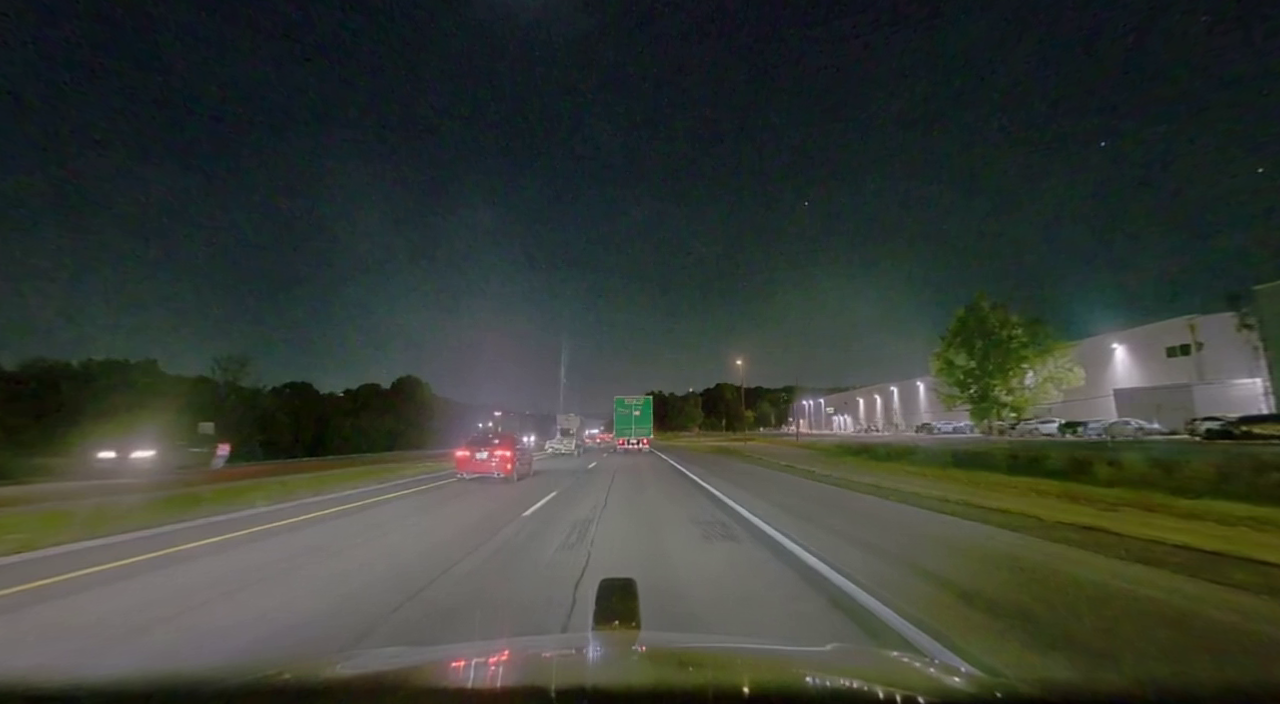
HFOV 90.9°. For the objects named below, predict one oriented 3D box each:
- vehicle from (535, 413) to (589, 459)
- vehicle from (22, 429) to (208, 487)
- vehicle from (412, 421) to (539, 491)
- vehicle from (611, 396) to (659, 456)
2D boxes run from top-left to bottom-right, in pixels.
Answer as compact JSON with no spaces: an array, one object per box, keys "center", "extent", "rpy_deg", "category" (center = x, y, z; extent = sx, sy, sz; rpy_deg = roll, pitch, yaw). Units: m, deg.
[{"center":[-4.826,5.379,40.303],"extent":[2.717,2.714,6.997],"rpy_deg":[0,-8,-2],"category":"vehicle"},{"center":[-17.155,3.462,21.037],"extent":[1.942,1.687,5.011],"rpy_deg":[0,-8,-1],"category":"vehicle"},{"center":[-4.182,2.731,17.030],"extent":[2.005,1.602,5.131],"rpy_deg":[0,-8,1],"category":"vehicle"},{"center":[-0.484,5.735,48.255],"extent":[3.259,4.066,9.891],"rpy_deg":[0,-8,-2],"category":"vehicle"}]
